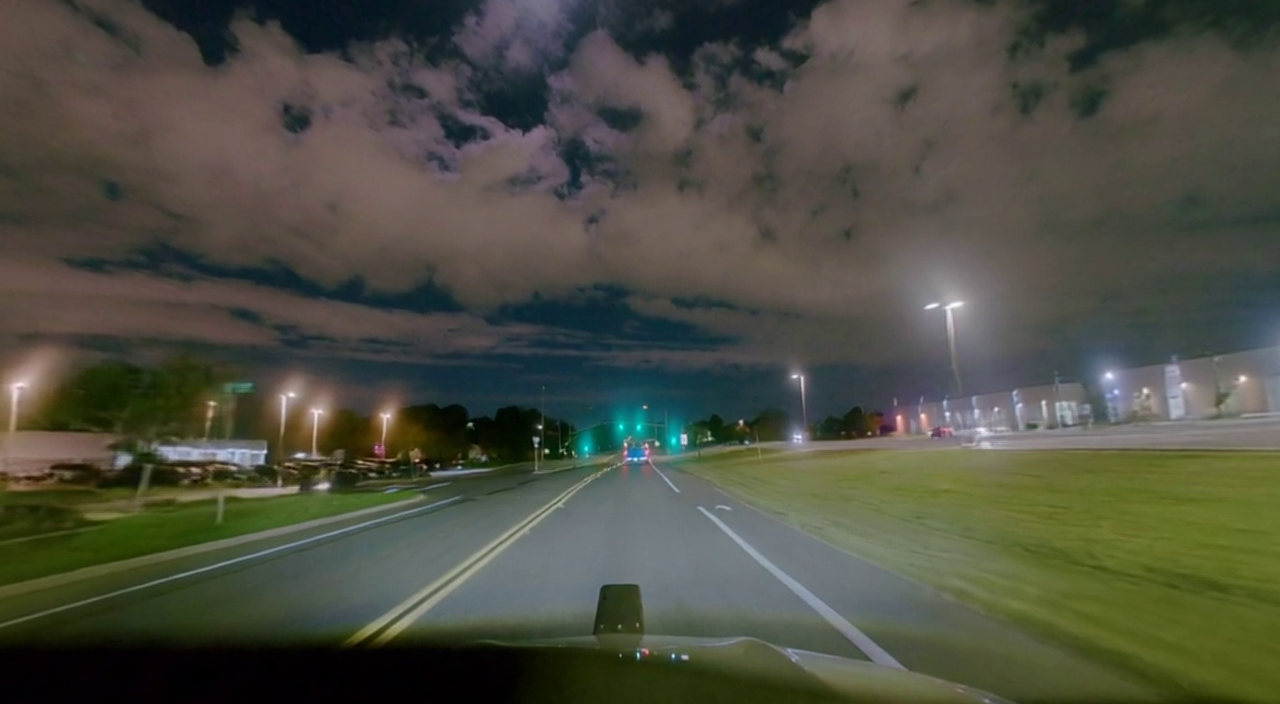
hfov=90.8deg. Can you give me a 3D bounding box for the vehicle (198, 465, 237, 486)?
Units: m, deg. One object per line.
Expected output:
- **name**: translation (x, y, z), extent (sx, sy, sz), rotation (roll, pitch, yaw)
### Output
- **vehicle**: translation (-32.110, 9.350, 47.955), extent (1.747, 1.468, 3.972), rotation (7, -13, -42)

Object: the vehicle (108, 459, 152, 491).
- **vehicle**: translation (-34.597, 8.301, 42.891), extent (2.050, 1.938, 4.789), rotation (7, -11, -38)

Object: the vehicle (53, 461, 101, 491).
- **vehicle**: translation (-37.910, 8.312, 42.628), extent (2.047, 1.746, 4.461), rotation (7, -11, -38)

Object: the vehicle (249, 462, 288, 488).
- **vehicle**: translation (-27.909, 9.183, 47.406), extent (1.930, 1.718, 4.438), rotation (6, -11, -36)
